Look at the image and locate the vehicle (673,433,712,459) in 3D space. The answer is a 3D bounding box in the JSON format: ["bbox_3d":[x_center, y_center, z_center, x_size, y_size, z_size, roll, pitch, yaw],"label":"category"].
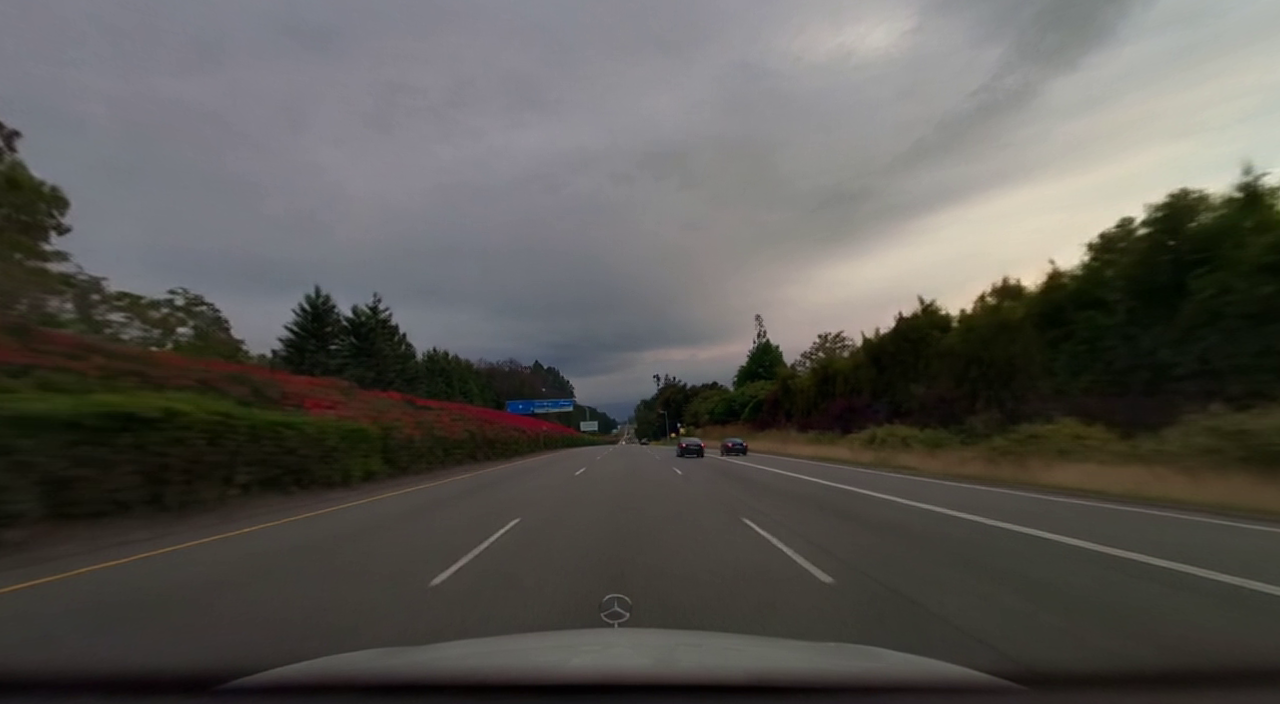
[{"bbox_3d":[3.131,5.668,38.158,1.819,1.468,3.770,0,-7,-3],"label":"vehicle"}]

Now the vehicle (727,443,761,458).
[{"bbox_3d":[6.772,6.434,41.203,1.535,0.862,2.814,0,-8,-4],"label":"vehicle"}]

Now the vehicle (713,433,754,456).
[{"bbox_3d":[6.604,6.550,45.024,2.003,1.522,4.940,0,-7,-2],"label":"vehicle"}]
